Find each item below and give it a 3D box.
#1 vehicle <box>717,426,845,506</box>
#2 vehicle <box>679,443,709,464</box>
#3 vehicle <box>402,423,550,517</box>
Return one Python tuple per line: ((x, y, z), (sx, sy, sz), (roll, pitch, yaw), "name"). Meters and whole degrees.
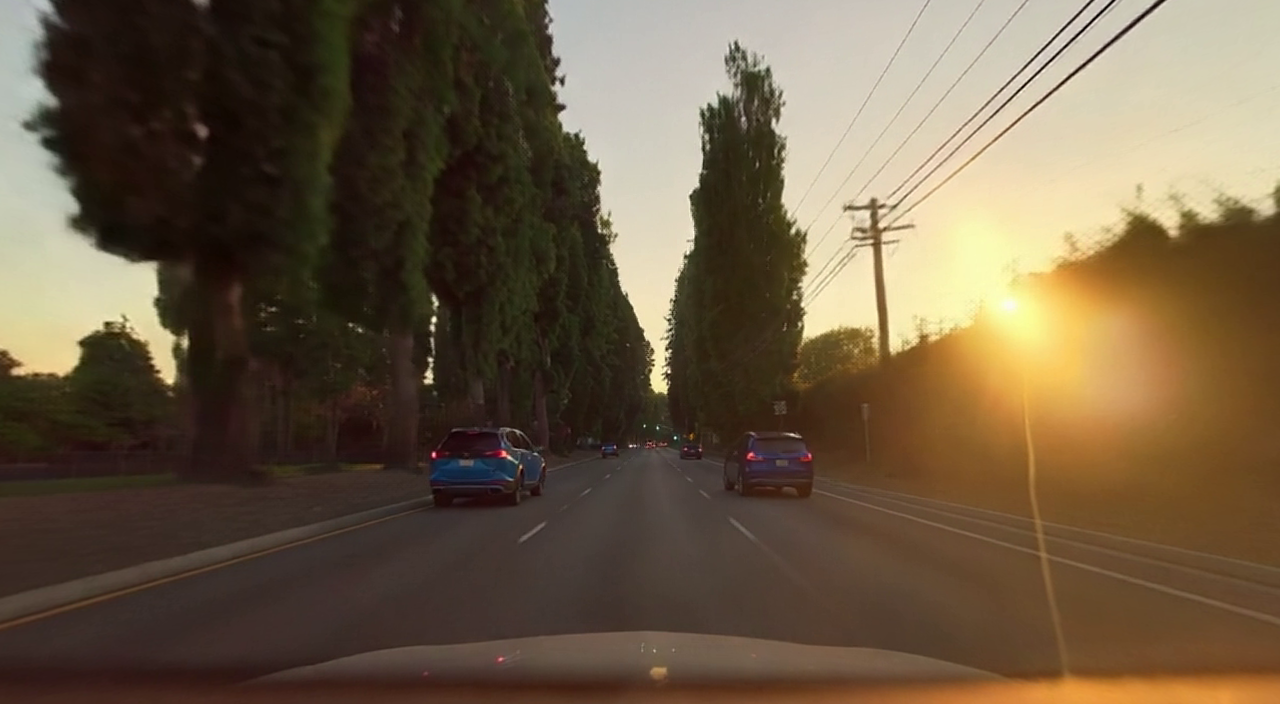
((3.396, 2.859, 16.227), (2.182, 1.744, 4.464), (0, -9, -1), "vehicle")
((4.015, 7.654, 47.517), (1.906, 1.468, 4.422), (0, -9, 0), "vehicle")
((-3.490, 2.607, 14.445), (2.104, 1.785, 4.494), (0, -9, 1), "vehicle")
